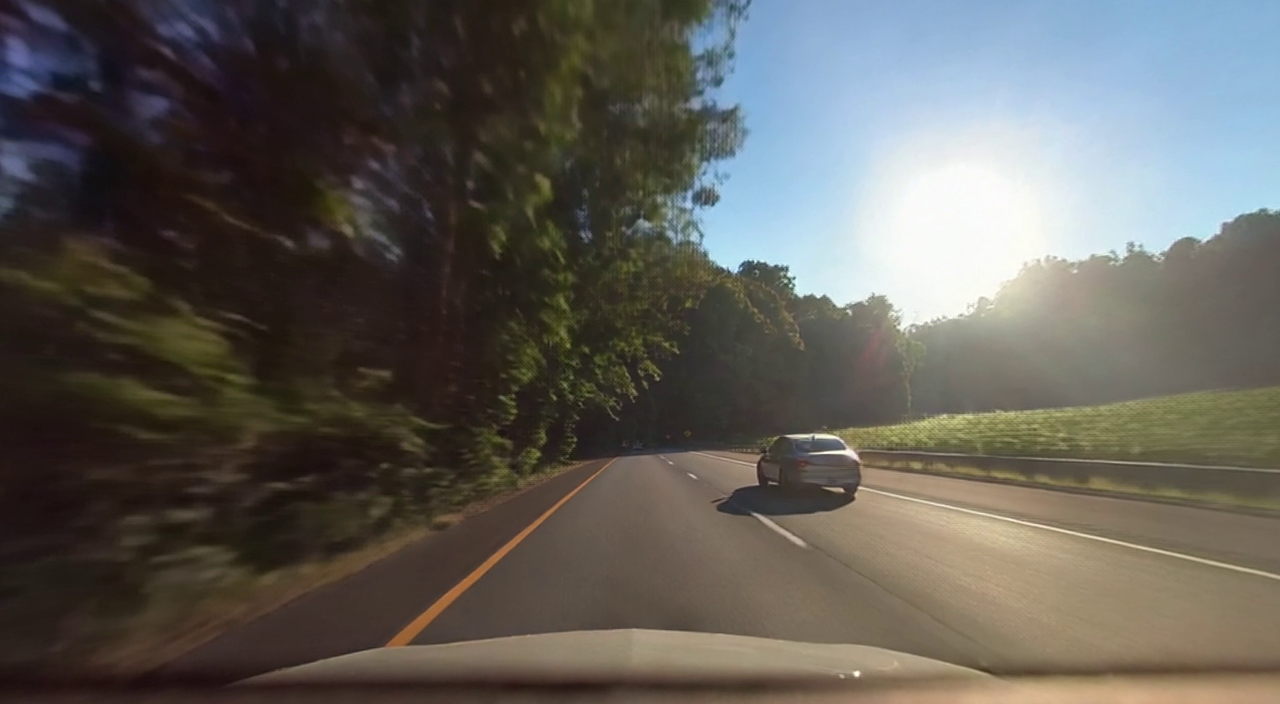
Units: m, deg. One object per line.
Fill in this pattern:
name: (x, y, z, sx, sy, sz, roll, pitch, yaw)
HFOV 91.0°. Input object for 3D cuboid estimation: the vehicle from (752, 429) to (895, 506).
vehicle: (4.148, 2.680, 15.150, 1.905, 1.525, 4.719, 0, -8, -1)
